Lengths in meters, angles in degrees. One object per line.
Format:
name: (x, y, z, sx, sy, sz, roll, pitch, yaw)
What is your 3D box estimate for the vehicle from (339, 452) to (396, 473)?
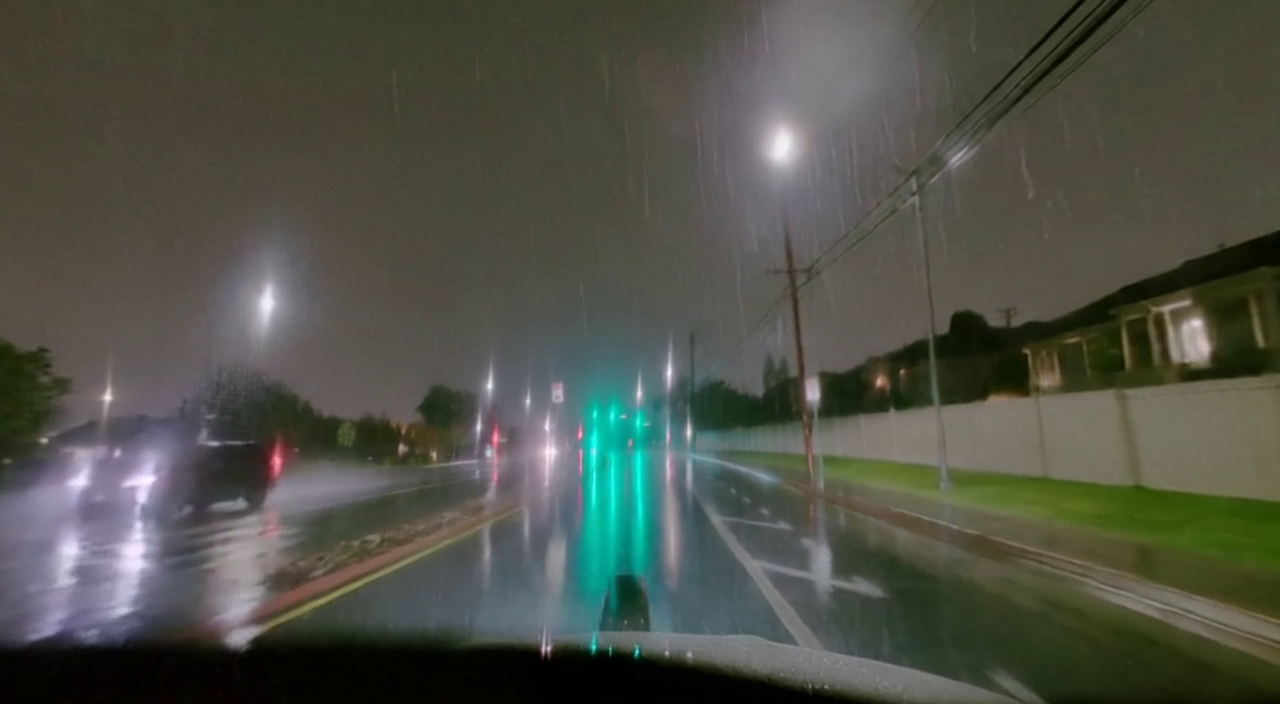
vehicle: (-21.288, 8.651, 49.485, 1.919, 1.497, 5.140, -1, -8, 4)

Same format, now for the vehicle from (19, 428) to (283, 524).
vehicle: (-11.274, 2.860, 15.216, 2.336, 1.905, 4.908, -1, -8, 1)
